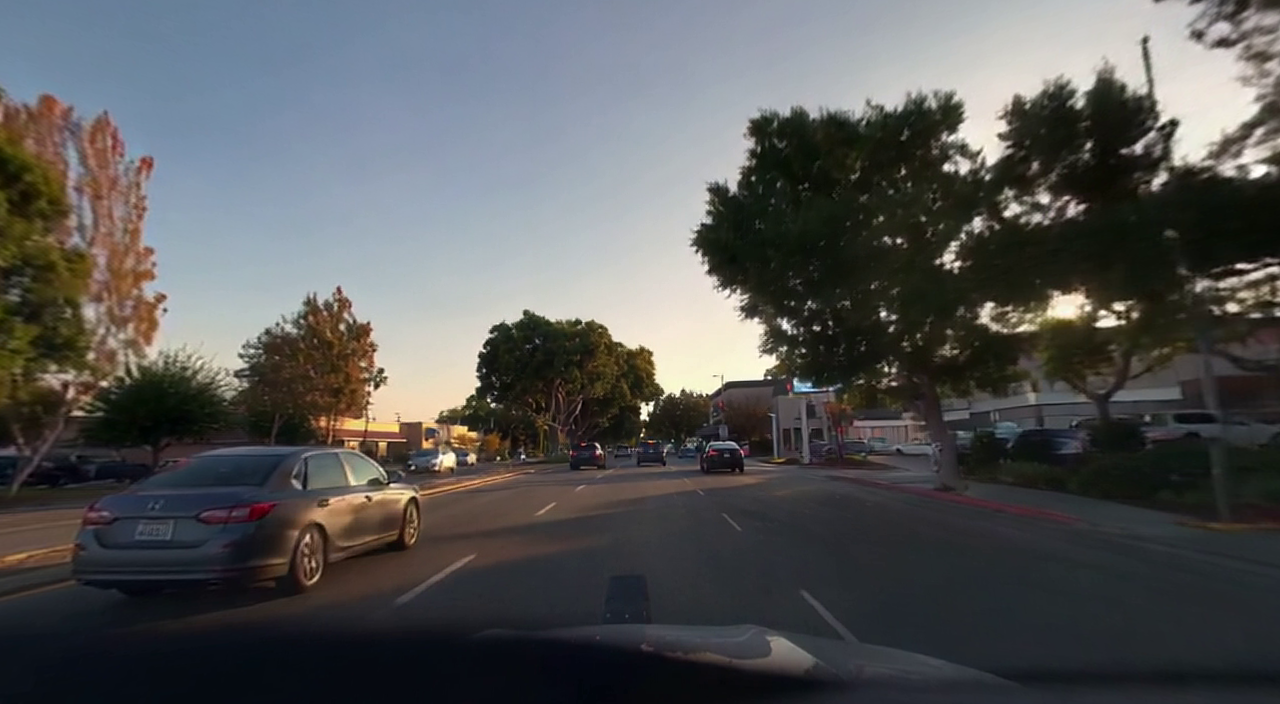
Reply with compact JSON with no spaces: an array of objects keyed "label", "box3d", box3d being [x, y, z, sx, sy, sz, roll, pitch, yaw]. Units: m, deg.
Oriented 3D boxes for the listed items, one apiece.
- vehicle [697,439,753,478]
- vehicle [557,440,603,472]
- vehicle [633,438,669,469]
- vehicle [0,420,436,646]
[{"label":"vehicle","box3d":[3.687,4.687,27.927,1.922,1.579,3.642,0,-9,-1]},{"label":"vehicle","box3d":[-3.207,5.684,34.623,2.026,1.665,4.193,0,-9,2]},{"label":"vehicle","box3d":[0.672,6.455,40.351,2.193,1.873,4.033,0,-9,0]},{"label":"vehicle","box3d":[-3.810,1.528,6.430,1.908,1.481,4.351,0,-9,1]}]
